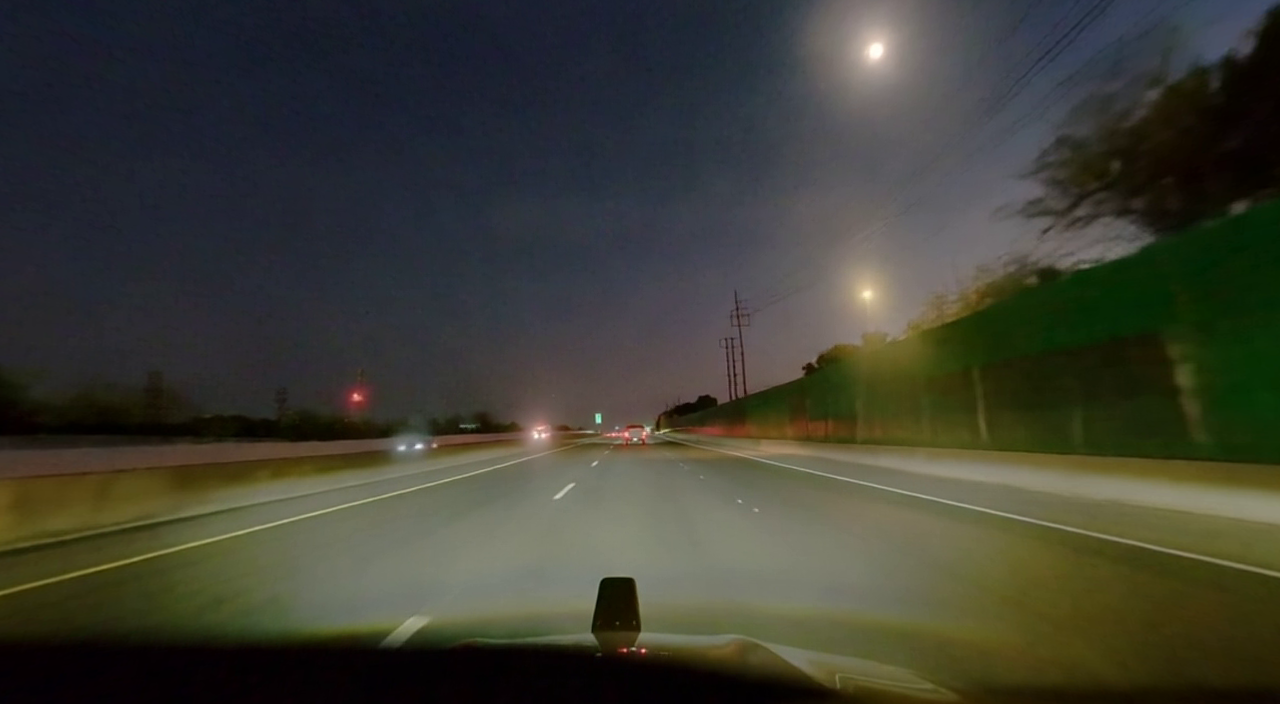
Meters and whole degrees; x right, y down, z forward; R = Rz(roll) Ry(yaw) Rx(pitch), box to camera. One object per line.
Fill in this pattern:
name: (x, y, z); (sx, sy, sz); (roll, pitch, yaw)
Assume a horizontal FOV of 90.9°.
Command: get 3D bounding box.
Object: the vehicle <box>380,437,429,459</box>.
vehicle: (-17.129, 6.971, 46.037); (1.860, 1.505, 4.566); (0, -8, -1)
